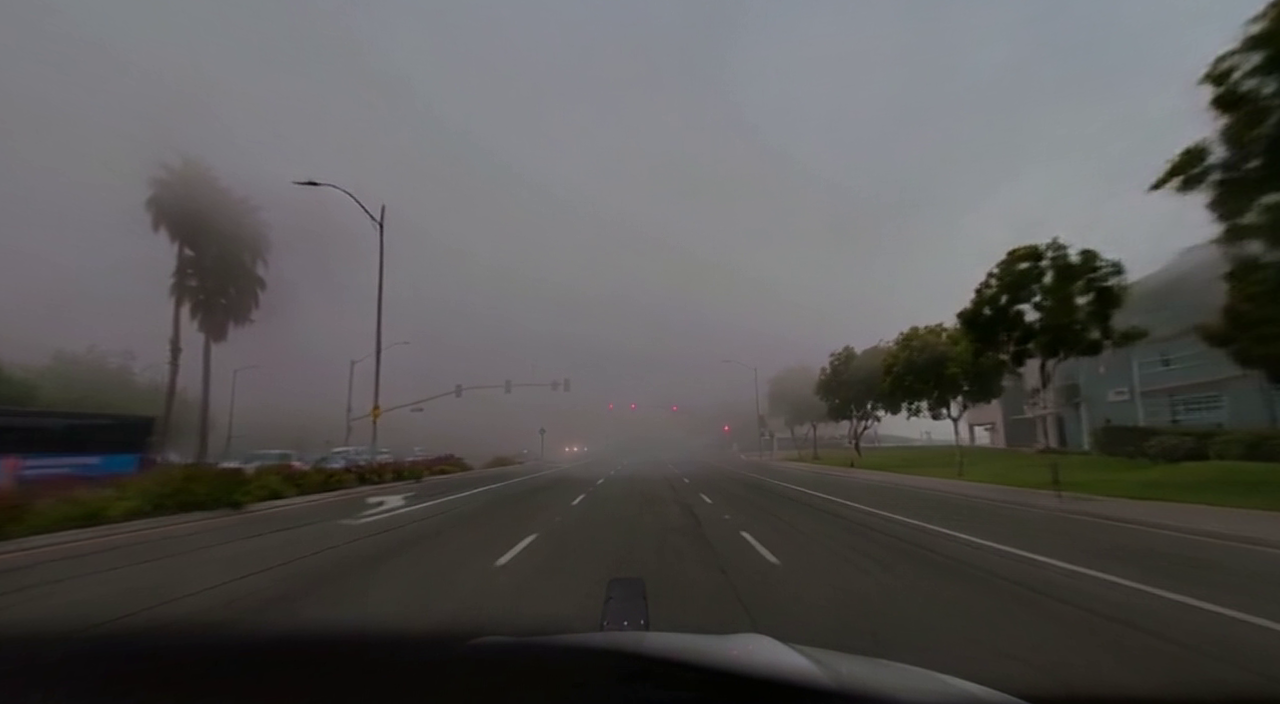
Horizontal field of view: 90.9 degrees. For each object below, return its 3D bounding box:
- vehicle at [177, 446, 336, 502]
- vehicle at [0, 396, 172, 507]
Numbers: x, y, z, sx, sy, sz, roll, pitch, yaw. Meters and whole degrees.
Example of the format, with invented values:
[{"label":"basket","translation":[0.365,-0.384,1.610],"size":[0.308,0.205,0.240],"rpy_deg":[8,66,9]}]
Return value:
[{"label":"vehicle","translation":[-11.694,3.714,19.707],"size":[1.968,1.486,4.707],"rpy_deg":[0,-8,1]},{"label":"vehicle","translation":[-21.538,3.254,20.638],"size":[3.013,3.417,12.442],"rpy_deg":[0,-8,-1]}]
